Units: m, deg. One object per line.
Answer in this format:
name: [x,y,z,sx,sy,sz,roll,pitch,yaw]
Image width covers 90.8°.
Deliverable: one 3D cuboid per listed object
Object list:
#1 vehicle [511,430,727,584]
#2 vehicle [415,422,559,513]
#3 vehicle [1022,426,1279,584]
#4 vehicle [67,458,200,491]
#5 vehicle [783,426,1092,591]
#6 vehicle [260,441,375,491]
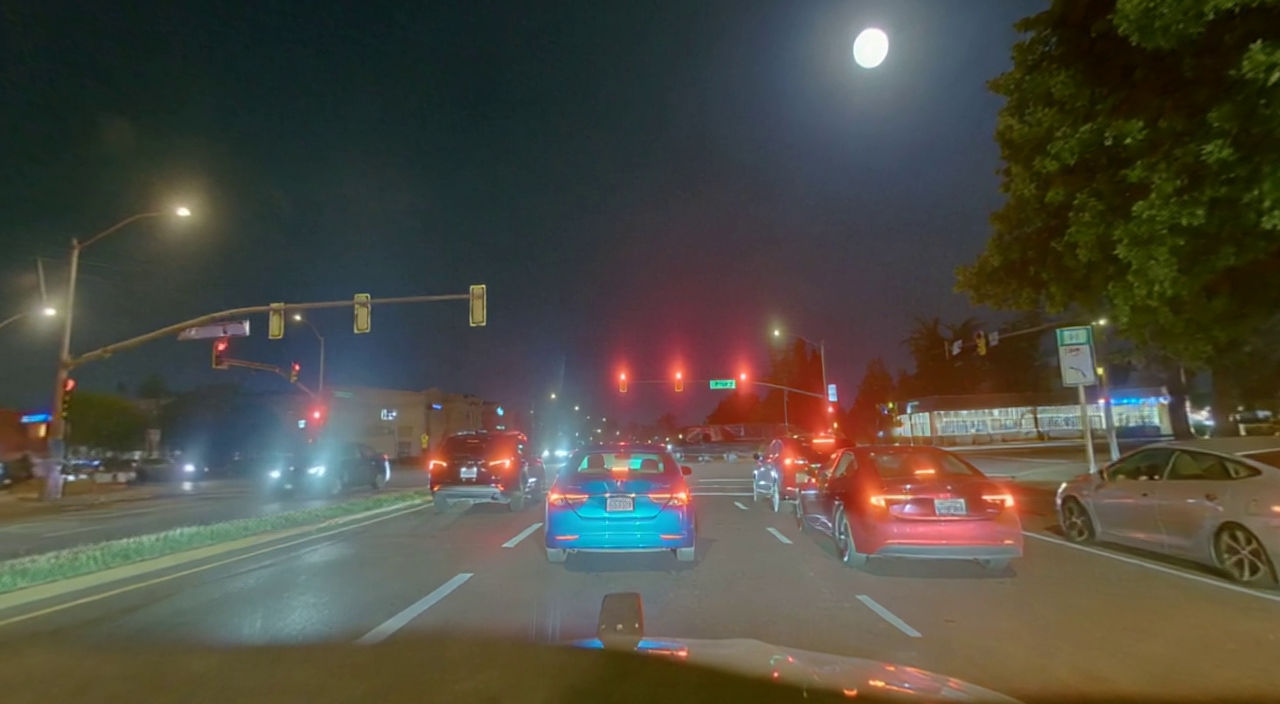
vehicle: [-0.177,1.801,8.164,2.098,1.477,3.897,0,-8,1]
vehicle: [-3.431,2.711,15.408,2.160,1.823,5.115,0,-8,1]
vehicle: [7.179,1.731,7.820,2.004,1.508,4.646,0,-8,0]
vehicle: [-25.293,6.142,31.755,4.679,1.488,2.052,2,-9,-12]
vehicle: [3.236,1.760,7.997,2.020,1.513,4.120,0,-8,2]
vehicle: [-12.196,4.311,24.288,1.959,1.704,4.410,0,-8,2]
